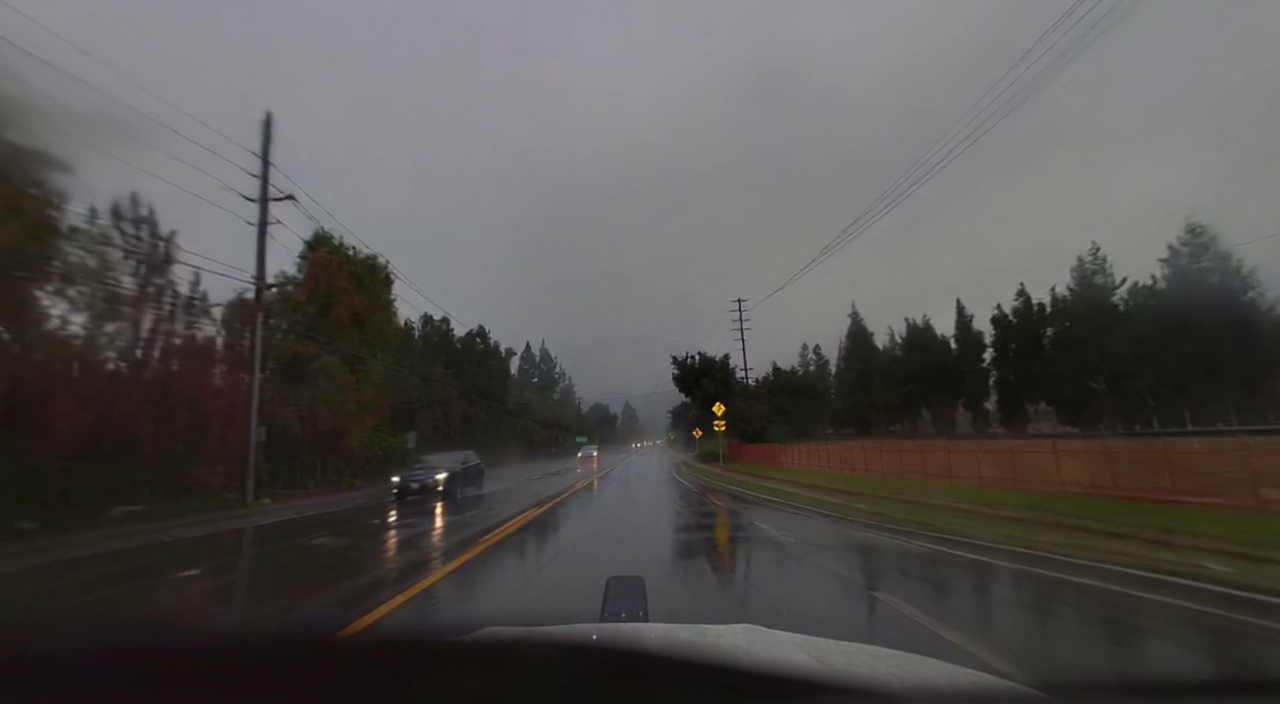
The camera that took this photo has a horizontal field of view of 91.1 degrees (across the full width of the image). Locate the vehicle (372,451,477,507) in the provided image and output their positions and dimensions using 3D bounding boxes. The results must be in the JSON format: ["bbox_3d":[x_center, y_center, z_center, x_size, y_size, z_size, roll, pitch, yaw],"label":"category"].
[{"bbox_3d":[-7.518,4.433,22.429,2.140,1.621,4.776,-3,-8,-1],"label":"vehicle"}]
